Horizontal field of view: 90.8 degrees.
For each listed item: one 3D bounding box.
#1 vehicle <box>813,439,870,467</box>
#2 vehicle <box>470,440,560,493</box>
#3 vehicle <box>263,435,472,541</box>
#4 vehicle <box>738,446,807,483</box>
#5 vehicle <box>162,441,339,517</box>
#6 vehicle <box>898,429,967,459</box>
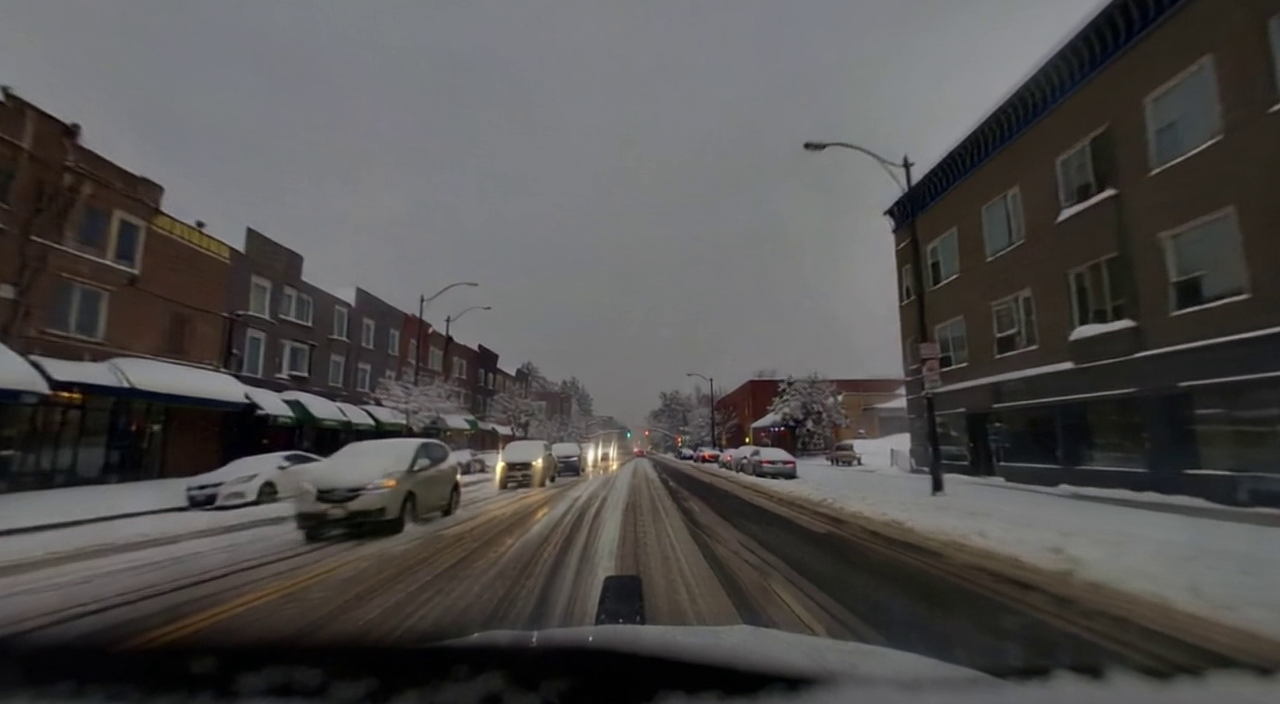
[{"bbox_3d":[11.830,5.956,37.460,1.866,1.506,4.934,-1,-8,2],"label":"vehicle"},{"bbox_3d":[-4.283,3.996,22.463,2.145,1.653,4.421,-1,-8,2],"label":"vehicle"},{"bbox_3d":[-4.871,2.455,12.122,1.950,1.636,4.253,-1,-8,3],"label":"vehicle"},{"bbox_3d":[6.073,5.195,29.492,2.054,1.525,4.258,0,-8,-4],"label":"vehicle"},{"bbox_3d":[-10.351,3.387,17.329,1.917,1.735,4.535,-2,-9,1],"label":"vehicle"},{"bbox_3d":[17.374,5.509,37.814,1.908,1.680,4.434,0,-8,-1],"label":"vehicle"}]
